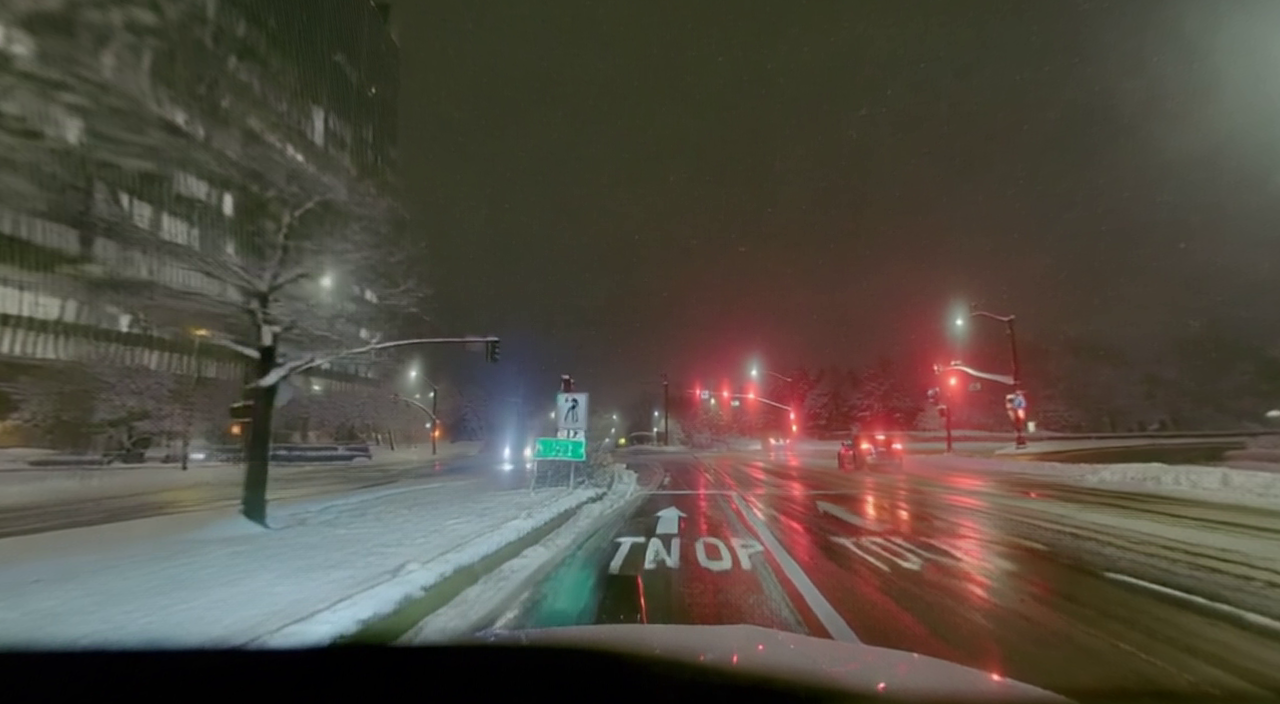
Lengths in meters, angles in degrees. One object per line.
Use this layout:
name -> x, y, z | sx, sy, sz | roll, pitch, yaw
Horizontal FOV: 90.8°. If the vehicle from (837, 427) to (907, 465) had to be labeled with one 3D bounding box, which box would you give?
vehicle -> 12.256, 5.034, 33.712 | 2.156, 1.881, 4.743 | -1, -9, 3
